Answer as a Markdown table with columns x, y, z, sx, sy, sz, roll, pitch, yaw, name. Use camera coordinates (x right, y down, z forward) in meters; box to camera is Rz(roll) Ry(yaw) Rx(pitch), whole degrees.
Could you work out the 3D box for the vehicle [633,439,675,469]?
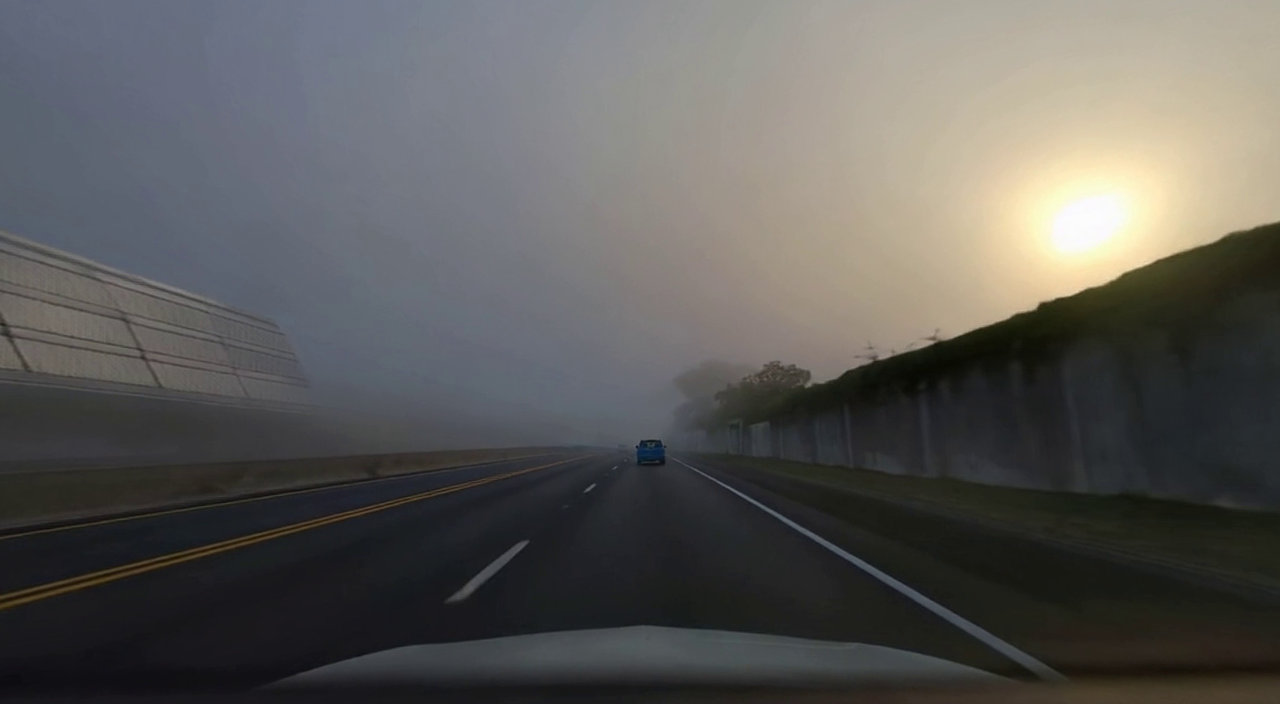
| x | y | z | sx | sy | sz | roll | pitch | yaw | name |
| --- | --- | --- | --- | --- | --- | --- | --- | --- | --- |
| 0.669 | 5.200 | 32.276 | 1.997 | 1.484 | 3.409 | 0 | -8 | 0 | vehicle |
